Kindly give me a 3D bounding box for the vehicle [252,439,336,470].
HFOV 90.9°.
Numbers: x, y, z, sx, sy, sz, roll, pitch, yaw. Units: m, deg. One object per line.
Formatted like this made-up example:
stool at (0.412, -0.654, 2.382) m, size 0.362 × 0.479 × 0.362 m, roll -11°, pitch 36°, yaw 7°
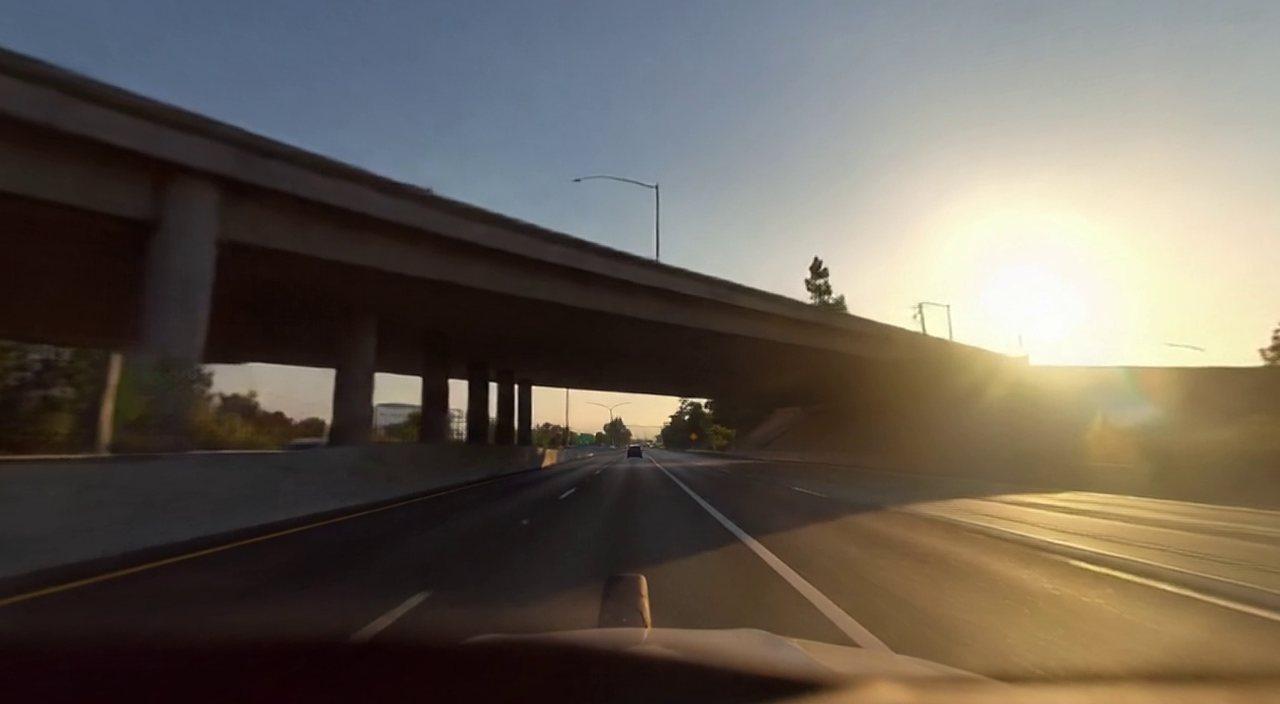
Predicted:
vehicle at (-19.491, 5.790, 35.788) m, size 2.040 × 1.650 × 4.791 m, roll 0°, pitch -9°, yaw 0°
